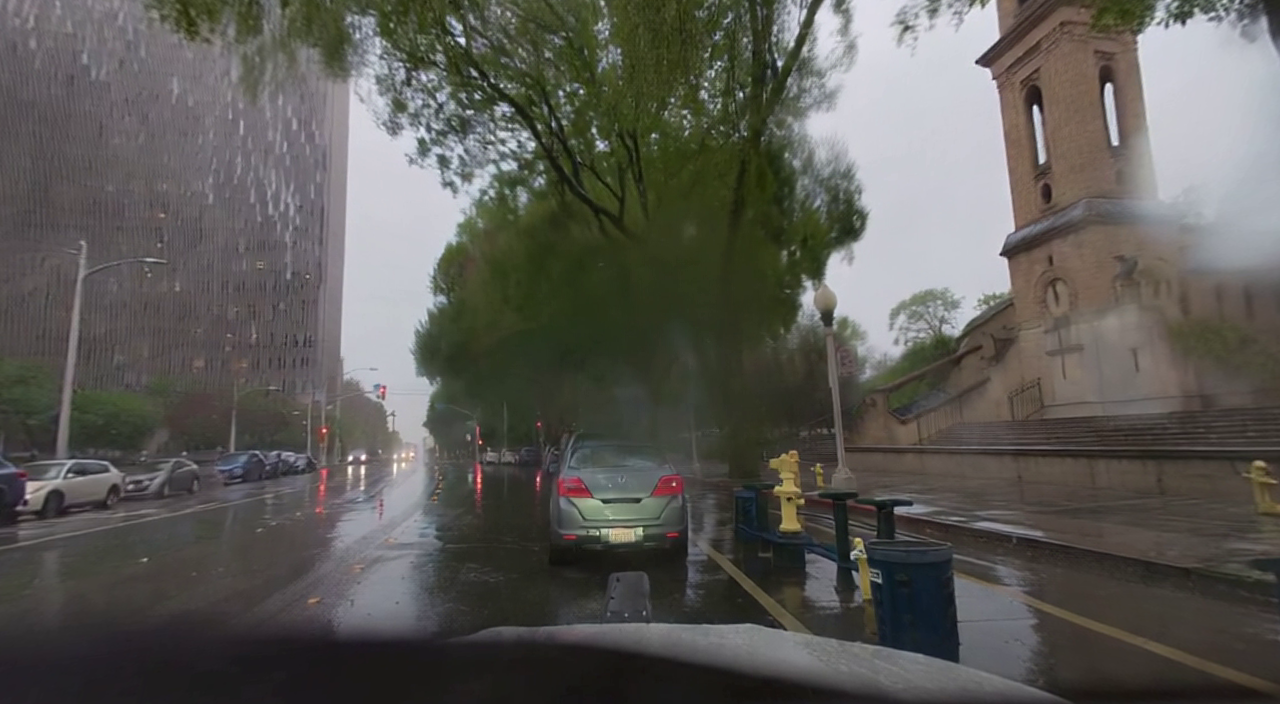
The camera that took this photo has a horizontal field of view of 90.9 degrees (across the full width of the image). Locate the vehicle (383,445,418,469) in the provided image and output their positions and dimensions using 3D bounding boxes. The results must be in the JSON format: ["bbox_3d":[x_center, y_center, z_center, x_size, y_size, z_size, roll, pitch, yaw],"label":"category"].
[{"bbox_3d":[-18.840,8.232,49.715,2.155,1.802,4.520,2,-9,-16],"label":"vehicle"}]

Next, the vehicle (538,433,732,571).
[{"bbox_3d":[-0.244,1.943,9.019,2.142,1.475,4.051,1,-8,-6],"label":"vehicle"}]
